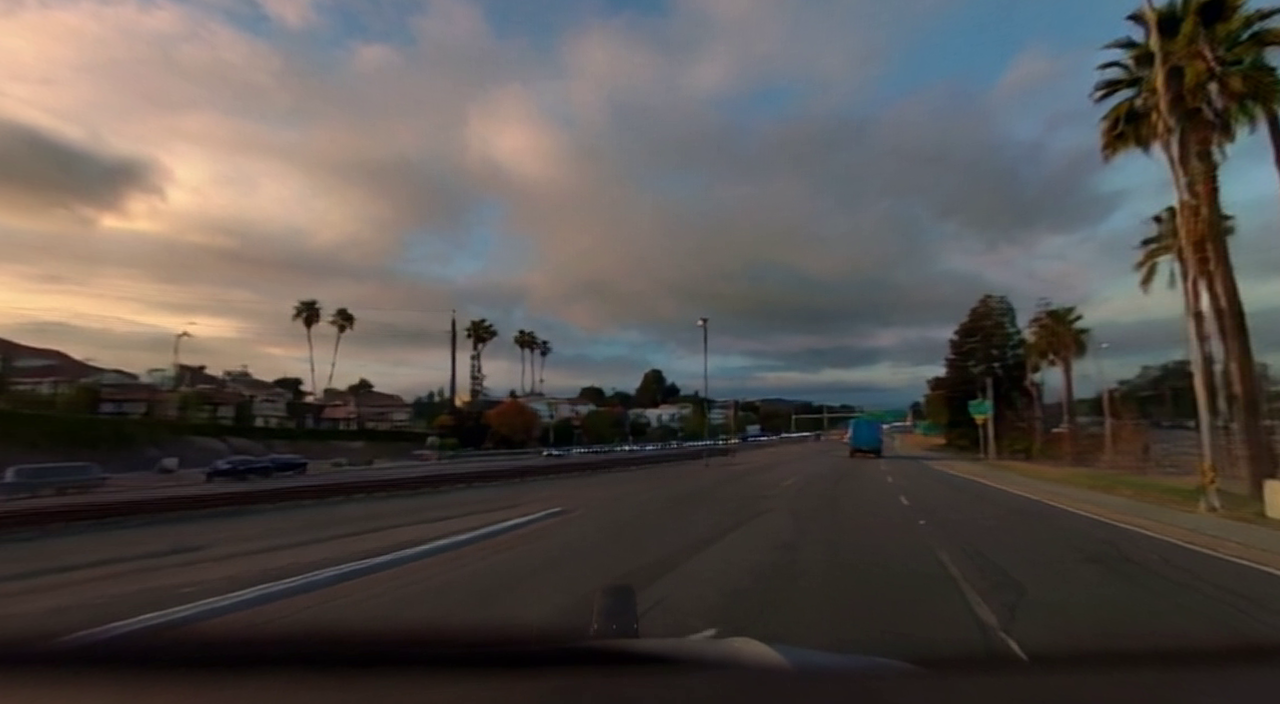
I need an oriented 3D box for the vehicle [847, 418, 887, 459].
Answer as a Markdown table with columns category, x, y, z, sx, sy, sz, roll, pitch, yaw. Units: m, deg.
| category | x | y | z | sx | sy | sz | roll | pitch | yaw |
| --- | --- | --- | --- | --- | --- | --- | --- | --- | --- |
| vehicle | 17.421 | 6.654 | 48.567 | 2.606 | 3.020 | 4.180 | -3 | -8 | 19 |
